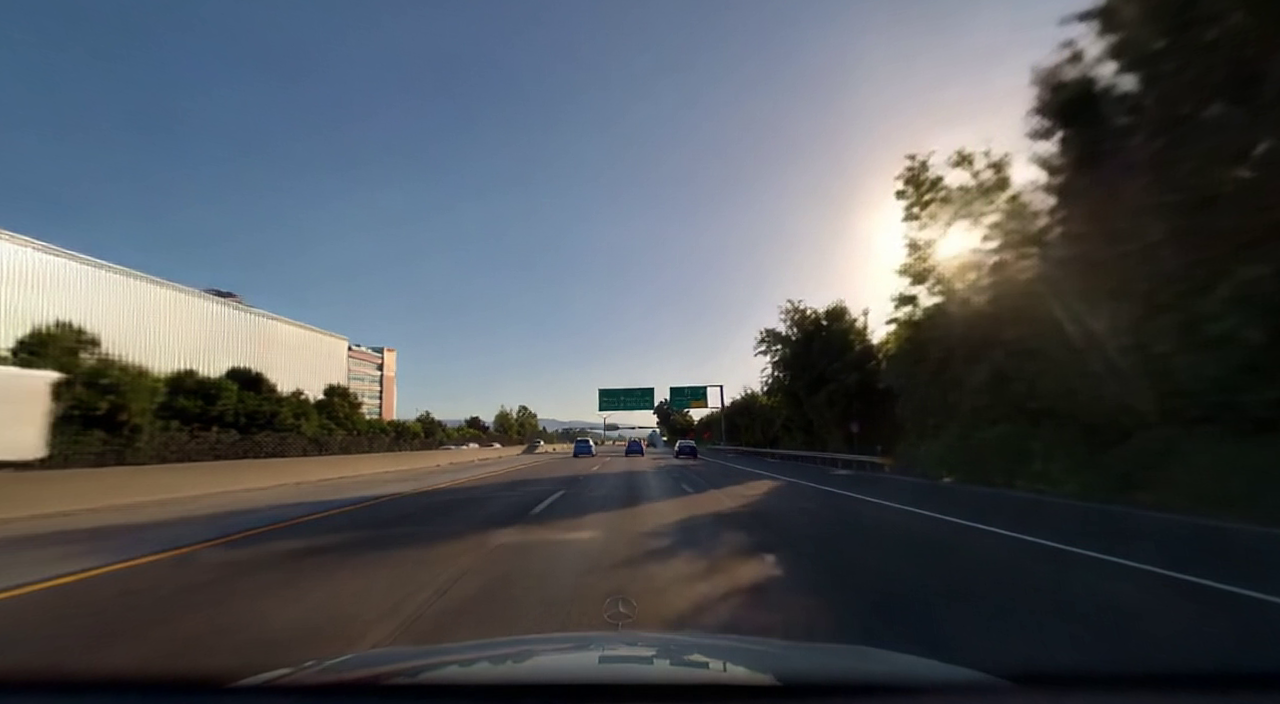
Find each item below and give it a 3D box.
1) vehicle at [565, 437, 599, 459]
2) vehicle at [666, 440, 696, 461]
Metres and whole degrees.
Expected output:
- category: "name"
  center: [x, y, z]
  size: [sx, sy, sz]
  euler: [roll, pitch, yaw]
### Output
- category: "vehicle"
  center: [-4.482, 7.521, 49.133]
  size: [2.271, 1.626, 4.463]
  euler: [0, -8, -1]
- category: "vehicle"
  center: [3.100, 7.572, 48.406]
  size: [1.992, 1.532, 3.996]
  euler: [0, -8, -1]
